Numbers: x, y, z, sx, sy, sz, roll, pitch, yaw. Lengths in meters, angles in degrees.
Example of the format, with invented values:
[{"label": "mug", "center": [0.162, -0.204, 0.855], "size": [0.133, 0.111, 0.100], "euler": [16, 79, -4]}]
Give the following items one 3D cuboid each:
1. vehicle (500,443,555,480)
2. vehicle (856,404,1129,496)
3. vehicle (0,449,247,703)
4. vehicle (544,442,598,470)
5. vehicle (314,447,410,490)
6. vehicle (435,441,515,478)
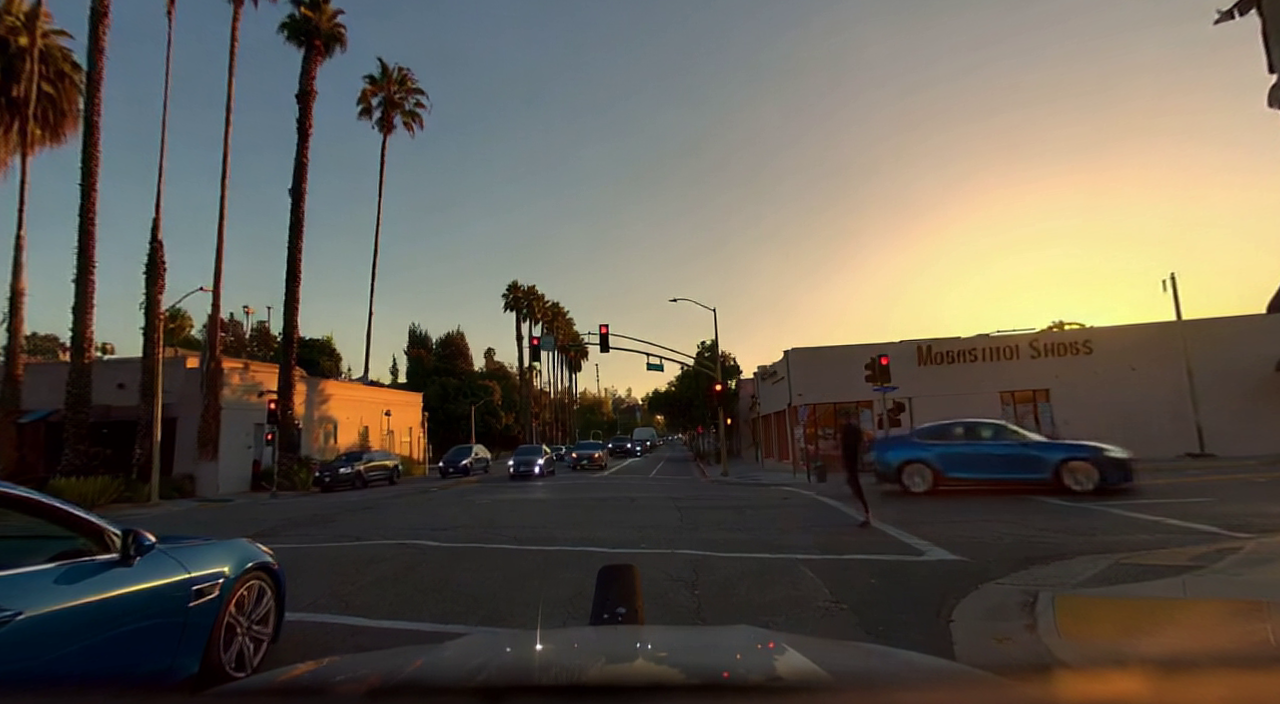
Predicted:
[{"label": "vehicle", "center": [-4.843, 4.758, 27.753], "size": [1.839, 1.468, 4.549], "euler": [0, -9, -3]}, {"label": "vehicle", "center": [7.422, 2.145, 13.862], "size": [4.775, 1.709, 2.092], "euler": [-4, -10, 25]}, {"label": "vehicle", "center": [-3.705, 1.019, 2.252], "size": [1.850, 1.325, 4.295], "euler": [0, -9, 0]}, {"label": "vehicle", "center": [-4.122, 6.341, 38.687], "size": [2.072, 1.613, 4.386], "euler": [-2, -9, 11]}, {"label": "vehicle", "center": [-12.828, 5.357, 29.450], "size": [1.870, 1.705, 4.426], "euler": [-7, -10, 11]}, {"label": "vehicle", "center": [-8.654, 5.837, 33.767], "size": [2.050, 1.792, 5.507], "euler": [-1, -12, 8]}]
